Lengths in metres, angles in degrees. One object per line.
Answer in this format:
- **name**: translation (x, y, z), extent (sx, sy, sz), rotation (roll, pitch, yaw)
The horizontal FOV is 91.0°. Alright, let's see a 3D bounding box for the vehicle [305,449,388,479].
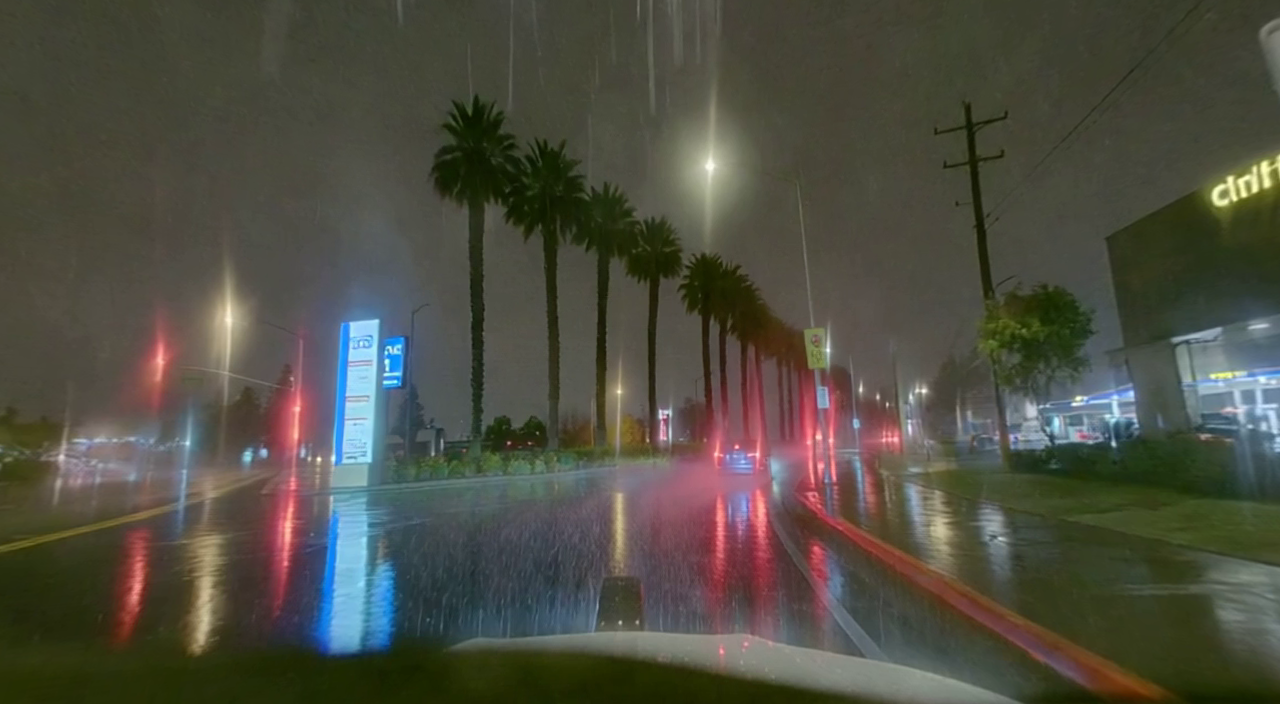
- **vehicle**: translation (-17.348, 6.616, 37.427), extent (1.884, 1.651, 4.330), rotation (-3, -9, 20)

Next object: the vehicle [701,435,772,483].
- **vehicle**: translation (3.564, 3.794, 22.633), extent (2.050, 1.509, 4.148), rotation (-2, -9, 15)

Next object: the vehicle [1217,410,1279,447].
- **vehicle**: translation (35.911, 4.192, 35.383), extent (4.464, 1.655, 2.011), rotation (-10, -15, 22)

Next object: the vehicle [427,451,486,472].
- **vehicle**: translation (-13.753, 8.217, 47.495), extent (1.825, 1.441, 4.656), rotation (-3, -9, 20)
